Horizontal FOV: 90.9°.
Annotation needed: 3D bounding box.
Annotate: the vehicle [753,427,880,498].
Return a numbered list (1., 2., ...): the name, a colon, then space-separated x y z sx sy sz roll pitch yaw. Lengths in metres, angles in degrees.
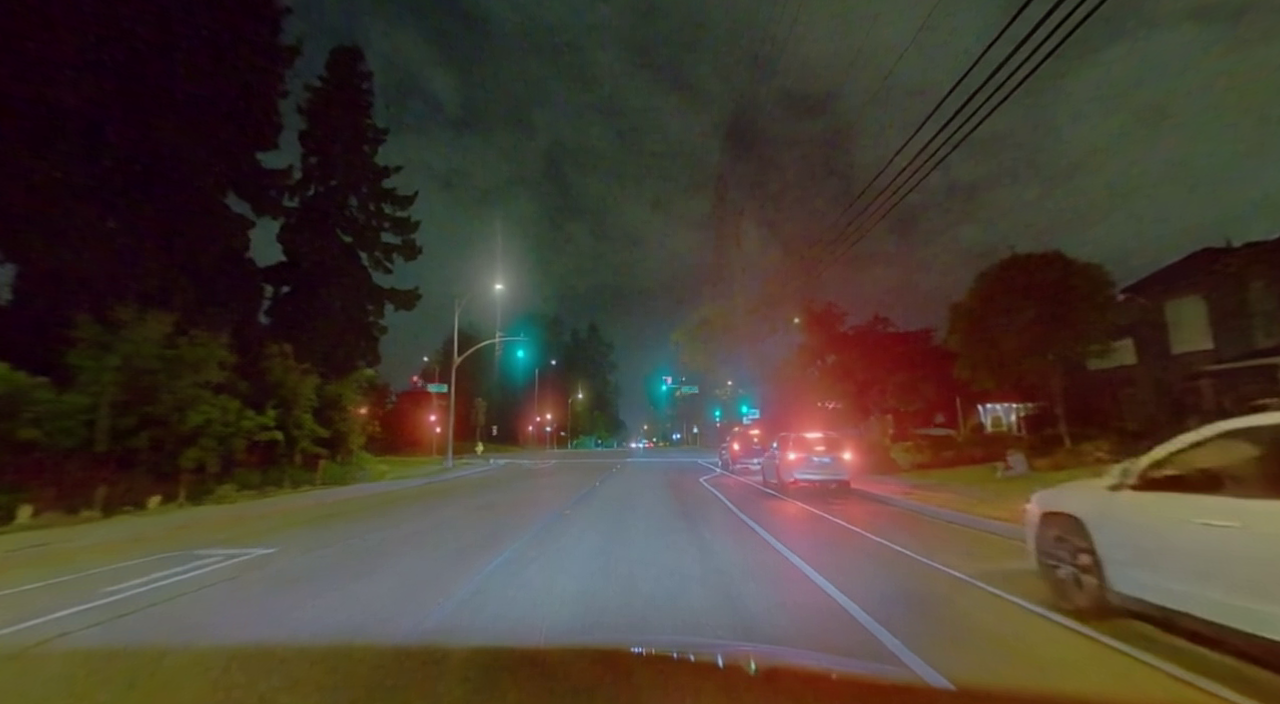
1. vehicle: 4.719 3.027 17.719 2.202 1.712 4.813 0 -8 1

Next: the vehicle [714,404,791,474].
1. vehicle: 4.893 3.917 28.324 2.398 2.806 4.857 0 -8 -1

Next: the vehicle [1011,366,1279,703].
1. vehicle: 4.559 0.983 3.278 2.279 1.829 4.859 0 -8 0
